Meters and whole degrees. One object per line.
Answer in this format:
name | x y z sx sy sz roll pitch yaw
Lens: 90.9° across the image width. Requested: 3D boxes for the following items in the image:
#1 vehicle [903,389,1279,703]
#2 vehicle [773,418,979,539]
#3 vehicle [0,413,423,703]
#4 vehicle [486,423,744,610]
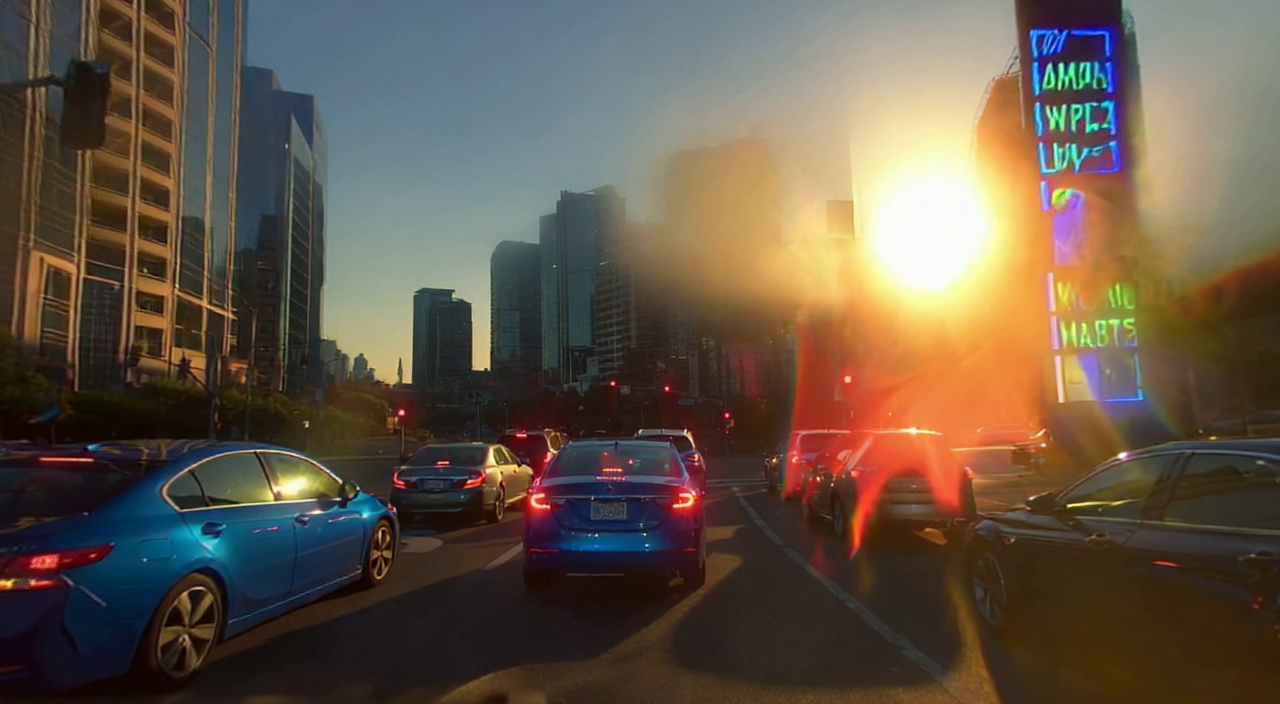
vehicle | 3.423 1.076 3.600 1.981 1.499 4.536 0 -8 2
vehicle | 3.764 2.097 11.011 2.007 1.683 4.171 0 -8 1
vehicle | -3.404 1.298 4.712 1.980 1.454 4.226 0 -8 1
vehicle | -0.188 1.623 7.124 2.059 1.477 3.988 0 -8 0
